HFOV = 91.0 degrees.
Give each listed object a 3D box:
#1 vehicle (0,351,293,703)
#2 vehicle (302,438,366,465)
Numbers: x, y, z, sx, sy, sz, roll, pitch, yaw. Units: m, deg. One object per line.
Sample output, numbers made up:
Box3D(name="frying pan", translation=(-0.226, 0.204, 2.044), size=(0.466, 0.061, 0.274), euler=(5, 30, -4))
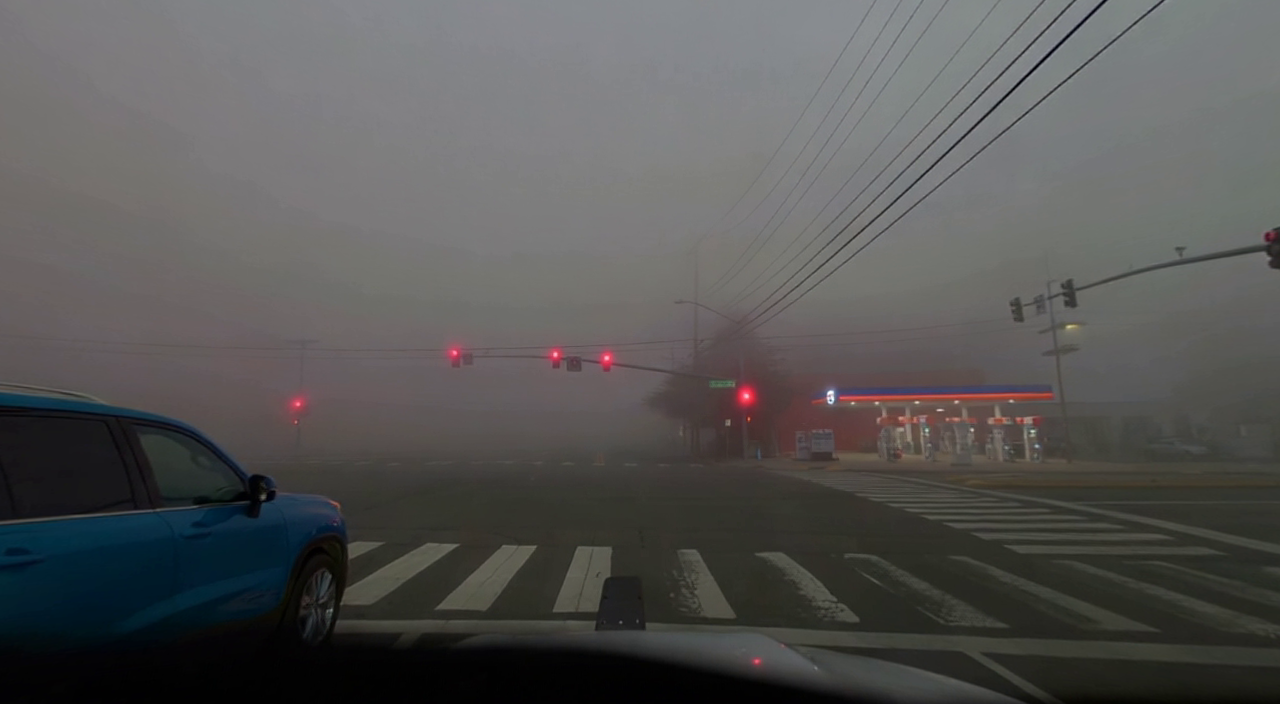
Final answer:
Box3D(name="vehicle", translation=(-3.426, 0.805, 2.046), size=(2.053, 1.690, 4.364), euler=(0, -9, 1))
Box3D(name="vehicle", translation=(-20.472, 6.708, 42.327), size=(2.004, 1.699, 4.486), euler=(0, -9, 1))
